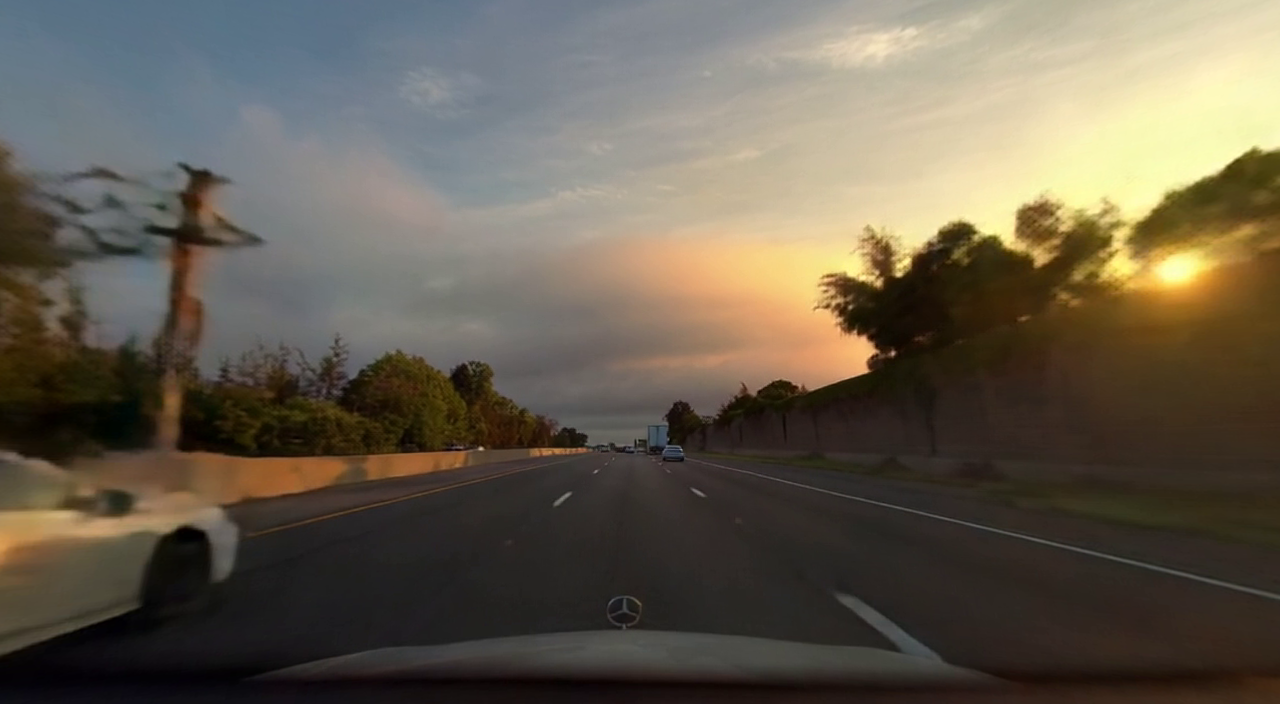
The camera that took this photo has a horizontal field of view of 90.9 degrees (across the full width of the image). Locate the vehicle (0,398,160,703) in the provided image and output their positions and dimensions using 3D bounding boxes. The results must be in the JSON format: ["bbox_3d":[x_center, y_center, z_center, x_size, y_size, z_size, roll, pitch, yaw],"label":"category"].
[{"bbox_3d":[-3.963,0.728,1.099,2.129,1.559,5.272,0,-9,0],"label":"vehicle"}]
